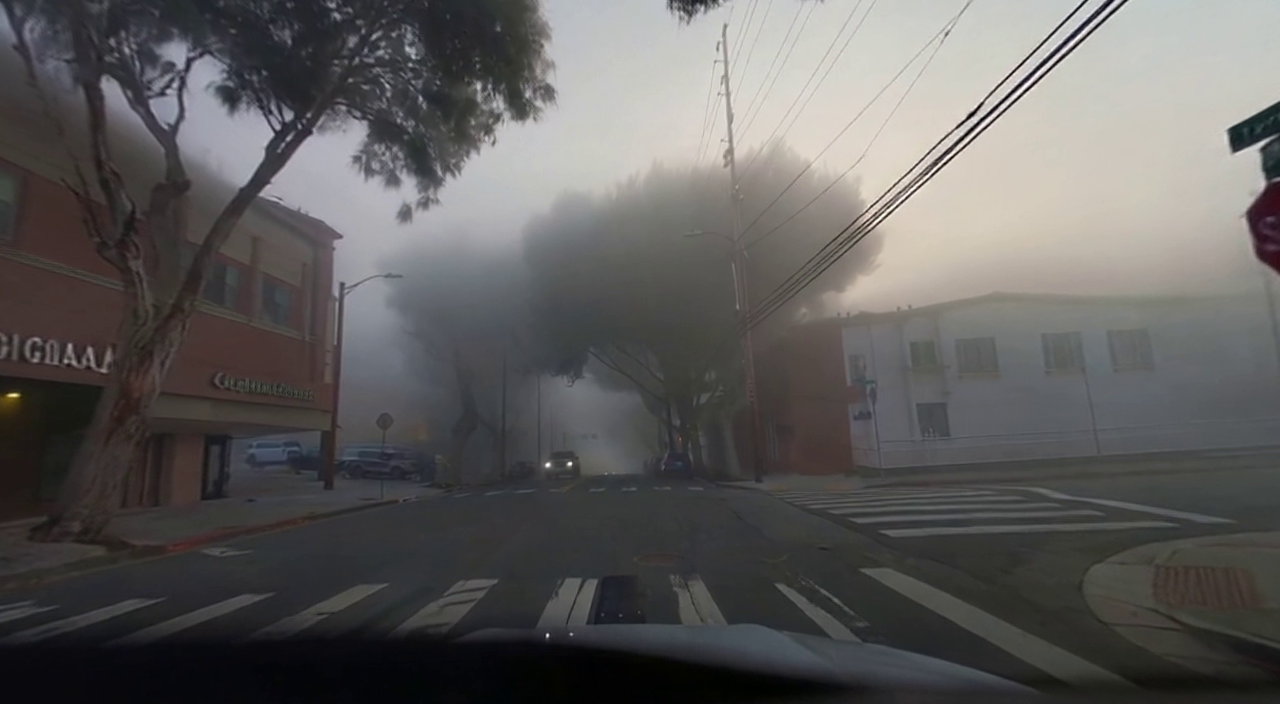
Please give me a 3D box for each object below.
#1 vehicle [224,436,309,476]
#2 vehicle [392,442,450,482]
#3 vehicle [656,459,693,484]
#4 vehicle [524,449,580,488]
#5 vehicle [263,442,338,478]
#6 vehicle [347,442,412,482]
[{"bbox_3d":[-28.111,7.810,47.902,2.249,2.760,6.636,0,-8,1],"label":"vehicle"},{"bbox_3d":[-16.559,8.352,48.177,2.715,2.789,6.225,0,-10,-5],"label":"vehicle"},{"bbox_3d":[2.105,7.512,39.814,1.877,1.373,3.854,0,-8,-4],"label":"vehicle"},{"bbox_3d":[-4.788,6.397,35.157,2.495,1.966,4.846,0,-8,-1],"label":"vehicle"},{"bbox_3d":[-25.441,8.075,47.614,2.288,2.514,5.886,0,-8,0],"label":"vehicle"},{"bbox_3d":[-19.487,8.232,47.624,2.256,2.668,5.979,0,-7,0],"label":"vehicle"}]
